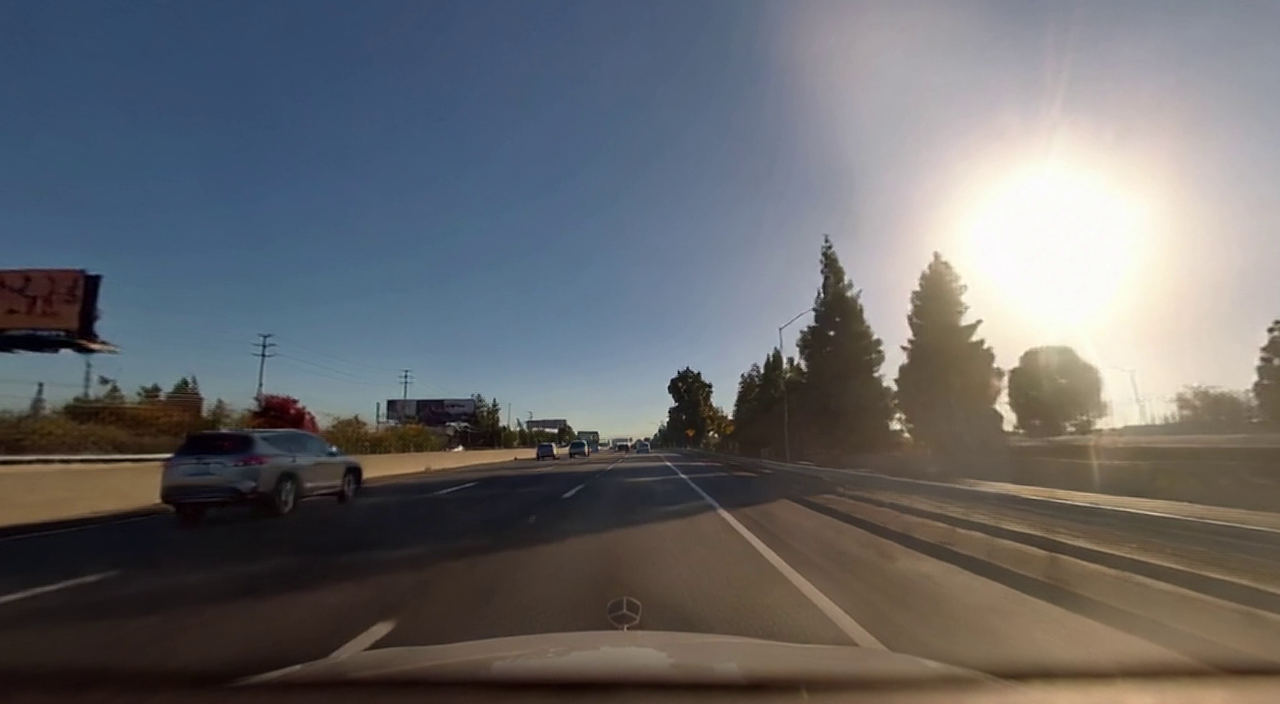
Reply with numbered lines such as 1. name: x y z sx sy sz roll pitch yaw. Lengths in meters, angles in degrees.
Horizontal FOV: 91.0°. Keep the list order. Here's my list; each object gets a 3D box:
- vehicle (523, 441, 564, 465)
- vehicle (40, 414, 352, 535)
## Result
1. vehicle: -6.644 6.986 43.786 2.008 1.520 4.731 0 -9 2
2. vehicle: -7.396 2.092 11.355 2.055 1.683 4.804 0 -9 1
